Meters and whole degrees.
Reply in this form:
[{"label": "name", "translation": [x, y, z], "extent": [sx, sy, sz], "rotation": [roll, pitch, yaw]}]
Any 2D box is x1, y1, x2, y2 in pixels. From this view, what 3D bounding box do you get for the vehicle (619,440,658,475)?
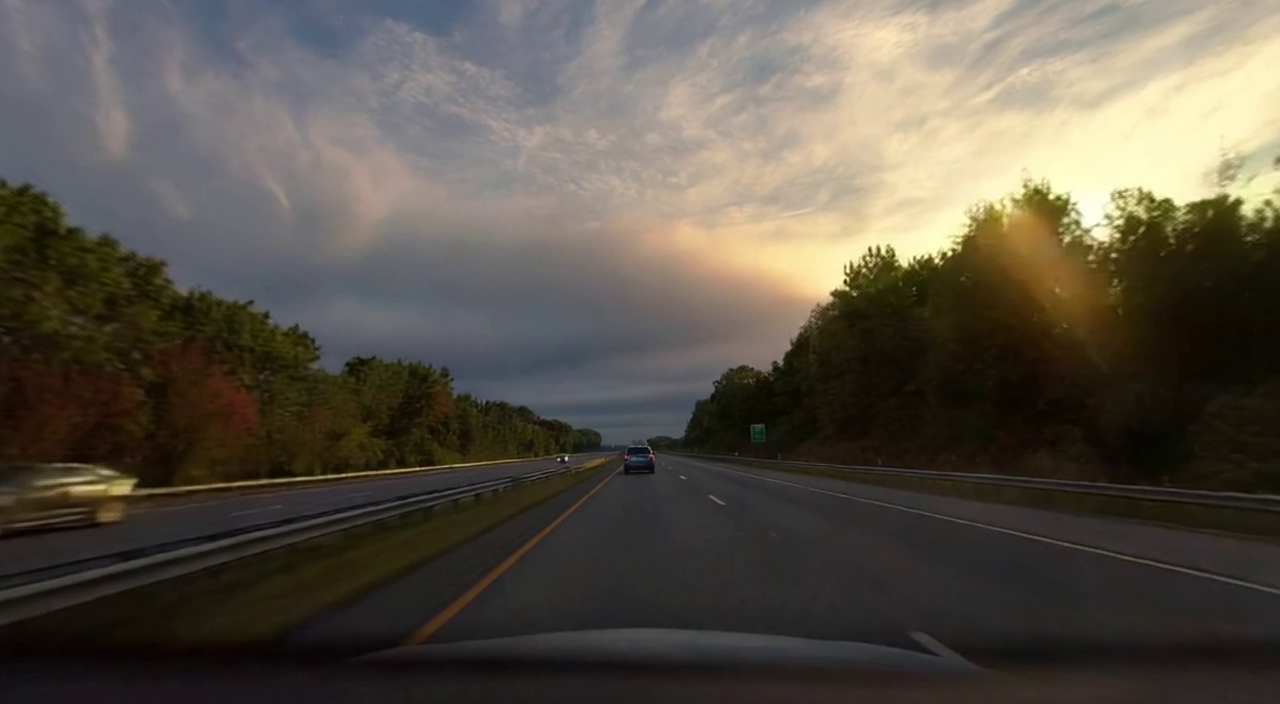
[{"label": "vehicle", "translation": [-0.080, 6.078, 36.482], "extent": [2.105, 1.865, 4.102], "rotation": [0, -9, 0]}]
